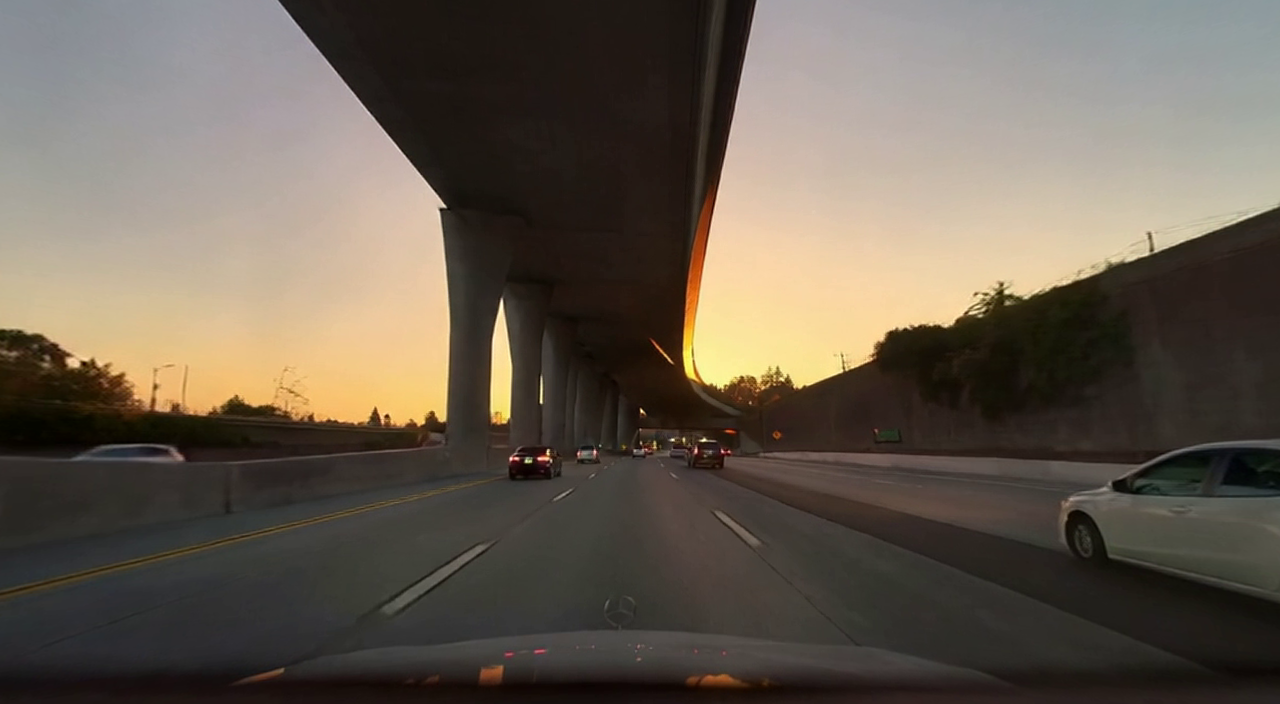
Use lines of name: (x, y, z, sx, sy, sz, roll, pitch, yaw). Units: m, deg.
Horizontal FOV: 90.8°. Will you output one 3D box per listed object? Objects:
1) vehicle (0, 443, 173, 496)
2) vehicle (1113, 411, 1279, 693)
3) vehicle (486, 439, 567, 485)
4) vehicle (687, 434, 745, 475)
vehicle: (-17.198, 3.581, 19.705, 1.877, 1.456, 4.569, 0, -9, -3)
vehicle: (4.323, 0.898, 2.277, 1.989, 1.472, 4.322, 0, -8, 2)
vehicle: (-4.006, 3.989, 23.205, 1.997, 1.476, 4.703, 0, -8, 1)
vehicle: (3.465, 4.792, 29.692, 2.072, 1.761, 4.242, 0, -8, -2)
